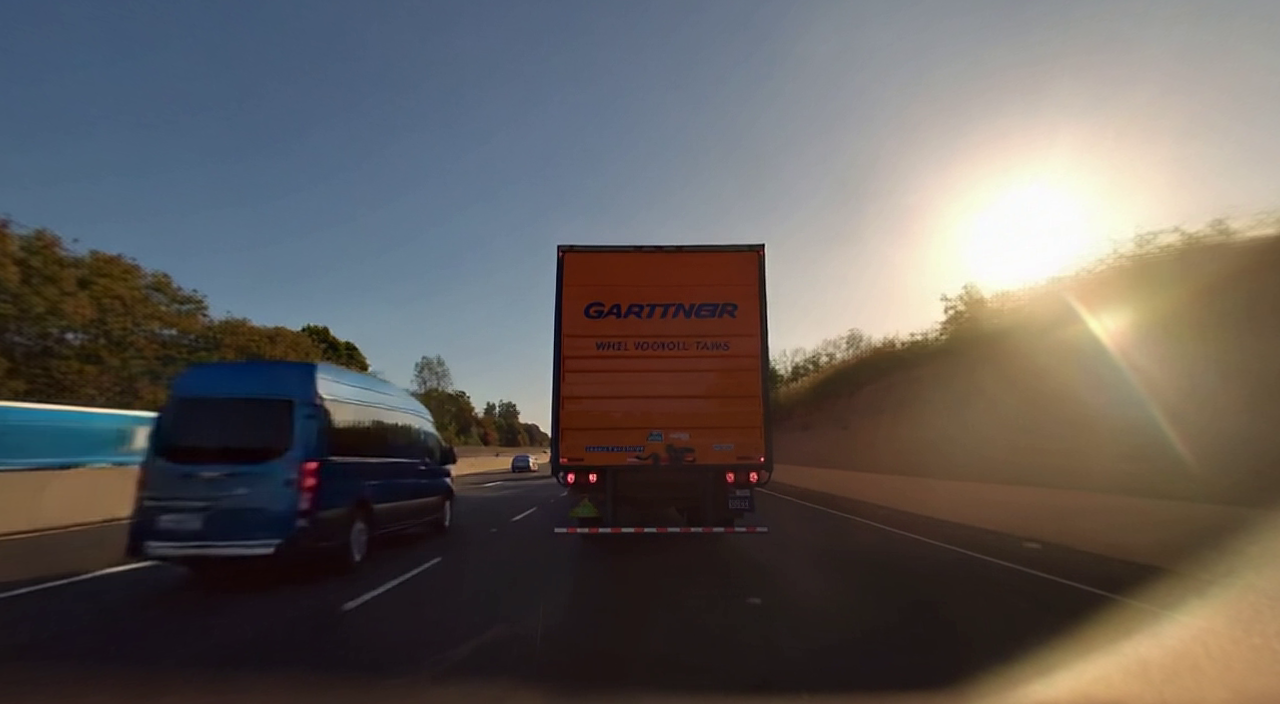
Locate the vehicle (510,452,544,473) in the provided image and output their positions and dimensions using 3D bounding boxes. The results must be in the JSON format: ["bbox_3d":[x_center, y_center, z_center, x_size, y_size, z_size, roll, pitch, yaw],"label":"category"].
[{"bbox_3d":[-8.242,8.048,46.169,1.828,1.502,3.385,0,-9,1],"label":"vehicle"}]

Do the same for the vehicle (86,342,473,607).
[{"bbox_3d":[-4.115,1.554,8.681,2.208,2.522,5.187,0,-9,-1],"label":"vehicle"}]

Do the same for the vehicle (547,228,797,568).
[{"bbox_3d":[0.427,1.294,12.725,2.853,4.054,10.557,0,-9,1],"label":"vehicle"}]

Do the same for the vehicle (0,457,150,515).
[{"bbox_3d":[-17.087,3.845,18.535,1.878,1.441,4.330,0,-9,0],"label":"vehicle"}]
